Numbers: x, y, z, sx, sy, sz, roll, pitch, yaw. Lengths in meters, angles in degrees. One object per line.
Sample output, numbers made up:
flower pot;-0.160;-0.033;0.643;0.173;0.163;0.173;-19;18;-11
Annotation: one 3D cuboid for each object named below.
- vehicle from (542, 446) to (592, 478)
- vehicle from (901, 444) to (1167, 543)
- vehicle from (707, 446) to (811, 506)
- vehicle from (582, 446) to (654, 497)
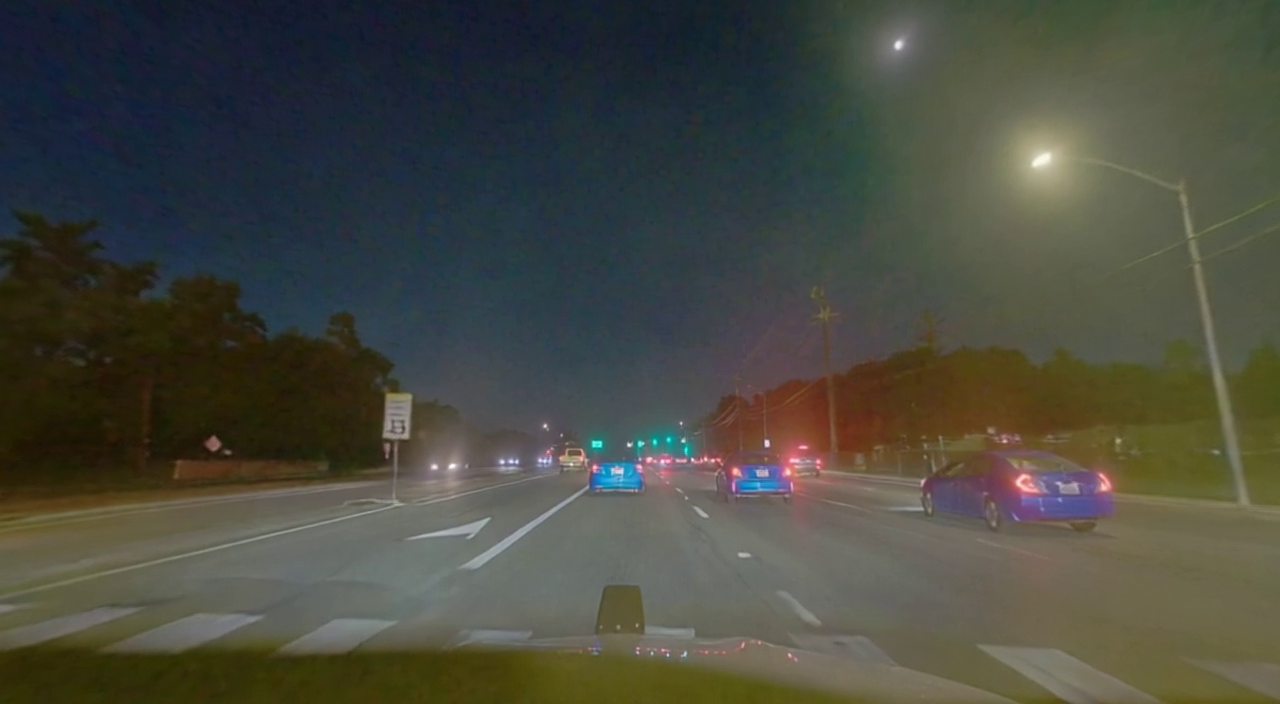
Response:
vehicle;-3.811;5.798;33.634;2.073;1.606;4.364;0;-8;1
vehicle;6.817;2.446;11.691;2.004;1.455;4.417;0;-8;-1
vehicle;3.277;3.510;18.452;2.053;1.490;4.464;0;-8;-2
vehicle;-0.646;3.791;20.492;2.065;1.464;4.216;0;-8;0
